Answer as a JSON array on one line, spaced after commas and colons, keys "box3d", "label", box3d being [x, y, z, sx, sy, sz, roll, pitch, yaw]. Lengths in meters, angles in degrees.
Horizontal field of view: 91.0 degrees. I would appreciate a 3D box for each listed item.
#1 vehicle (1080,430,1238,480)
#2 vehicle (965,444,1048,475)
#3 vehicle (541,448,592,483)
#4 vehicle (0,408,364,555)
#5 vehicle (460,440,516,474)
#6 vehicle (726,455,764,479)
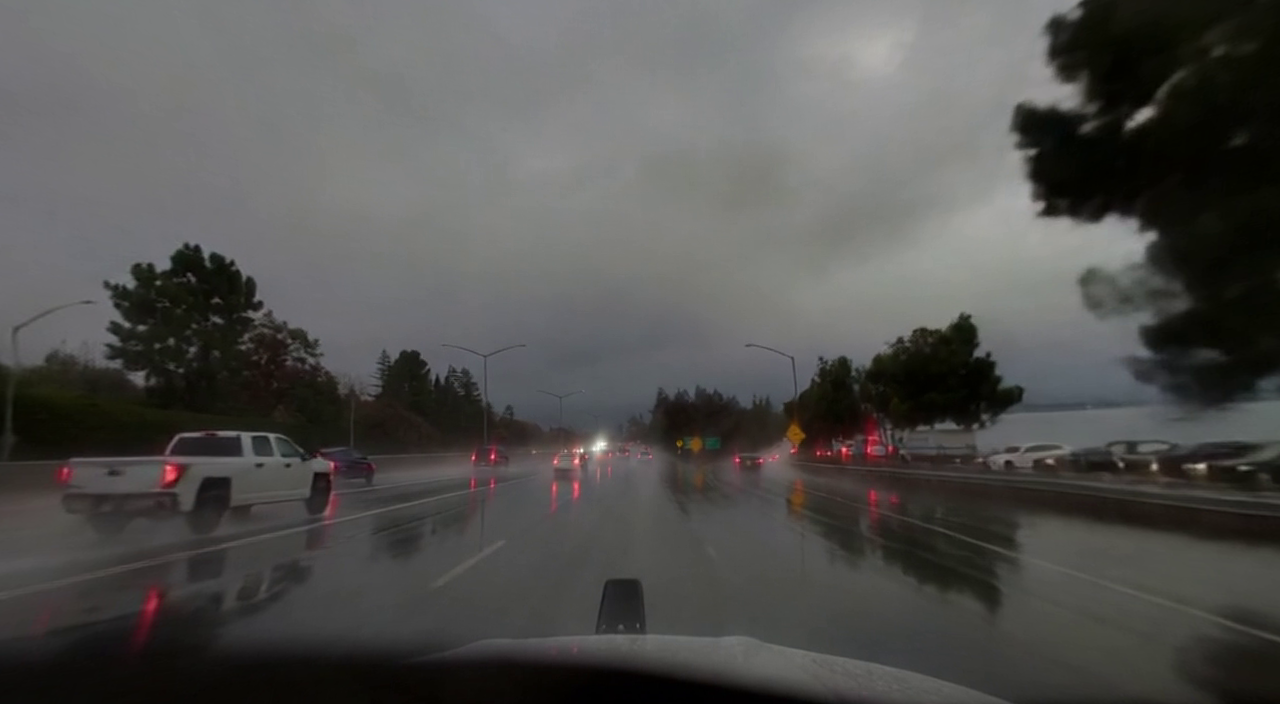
[{"box3d": [24.428, 4.902, 30.159, 2.456, 2.117, 6.561, -1, -9, 5], "label": "vehicle"}, {"box3d": [21.992, 6.443, 38.102, 2.097, 1.692, 5.148, -1, -8, 3], "label": "vehicle"}, {"box3d": [-3.910, 6.127, 34.360, 2.132, 1.708, 4.571, 0, -9, 1], "label": "vehicle"}, {"box3d": [-7.304, 2.090, 10.973, 2.250, 1.870, 5.647, 0, -9, 2], "label": "vehicle"}, {"box3d": [-10.683, 7.424, 44.843, 2.442, 2.191, 5.760, 0, -9, 1], "label": "vehicle"}, {"box3d": [7.160, 7.886, 43.375, 2.153, 1.510, 4.646, 0, -9, 4], "label": "vehicle"}]
